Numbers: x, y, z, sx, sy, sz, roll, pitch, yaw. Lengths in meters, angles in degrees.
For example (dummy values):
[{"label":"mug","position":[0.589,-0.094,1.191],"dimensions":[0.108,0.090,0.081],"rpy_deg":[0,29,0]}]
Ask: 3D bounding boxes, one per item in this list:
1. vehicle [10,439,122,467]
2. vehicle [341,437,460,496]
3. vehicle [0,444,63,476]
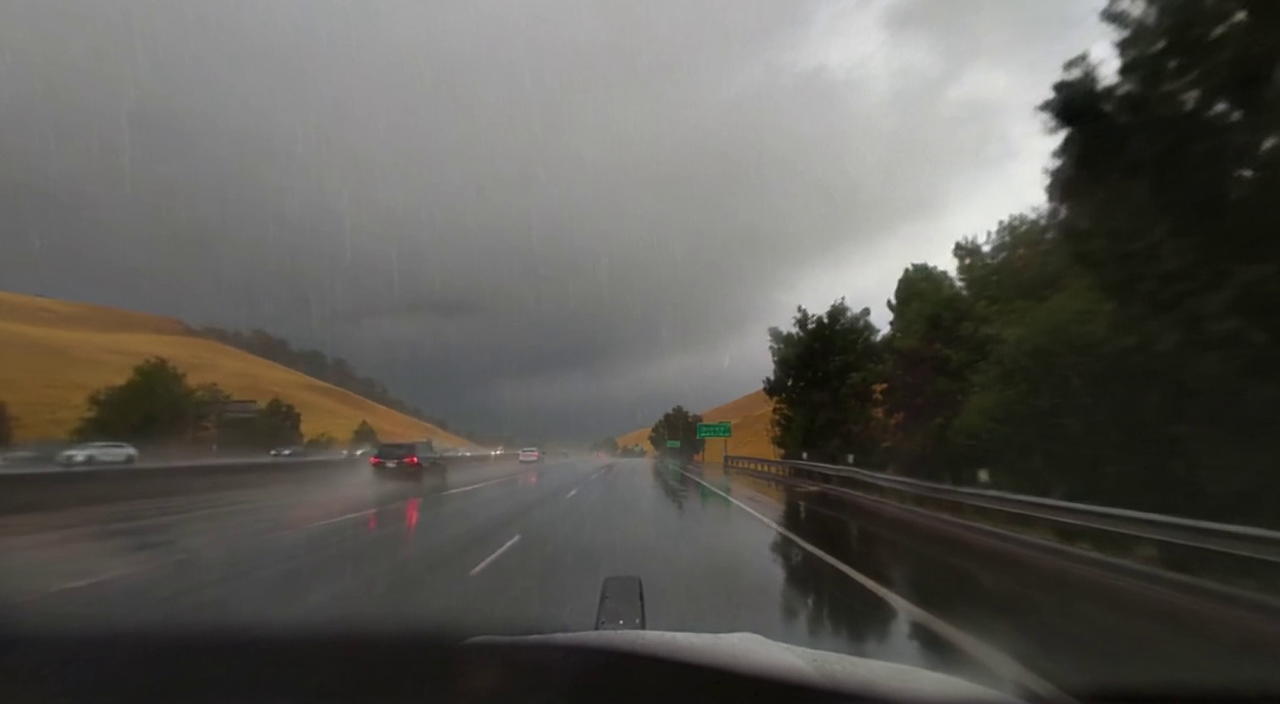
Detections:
[{"label":"vehicle","position":[-38.711,6.823,42.720],"dimensions":[2.190,1.756,5.847],"rpy_deg":[0,-9,-2]},{"label":"vehicle","position":[-7.304,3.528,19.740],"dimensions":[2.045,1.624,4.338],"rpy_deg":[0,-9,0]},{"label":"vehicle","position":[-30.637,5.169,30.194],"dimensions":[2.016,1.473,4.121],"rpy_deg":[0,-9,-2]}]
